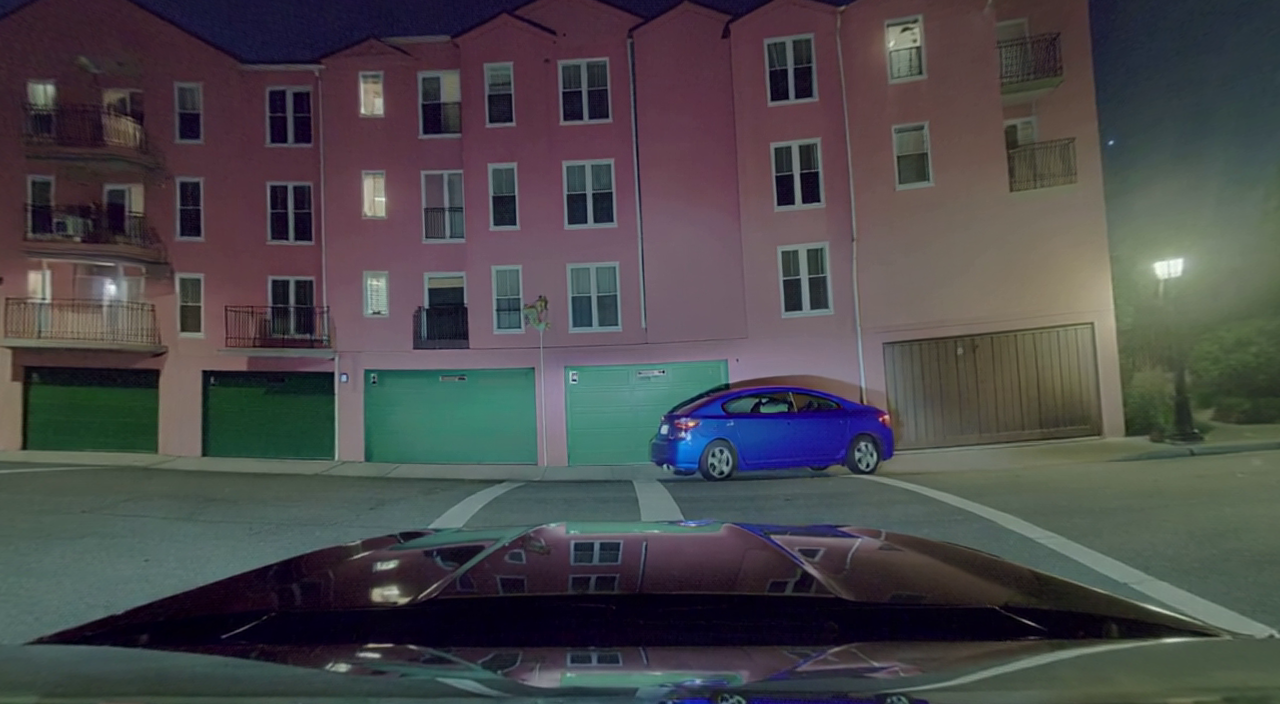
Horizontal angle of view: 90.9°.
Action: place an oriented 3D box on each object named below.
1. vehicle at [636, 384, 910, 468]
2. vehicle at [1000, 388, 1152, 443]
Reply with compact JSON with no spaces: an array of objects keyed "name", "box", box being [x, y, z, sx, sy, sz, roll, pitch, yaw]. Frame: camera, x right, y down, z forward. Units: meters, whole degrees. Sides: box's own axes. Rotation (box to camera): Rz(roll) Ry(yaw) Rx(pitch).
[{"name":"vehicle","box":[2.287,1.409,11.840,4.697,1.444,1.825,0,-8,-1]},{"name":"vehicle","box":[15.668,2.312,22.821,3.905,1.475,2.057,-6,-7,-4]}]
